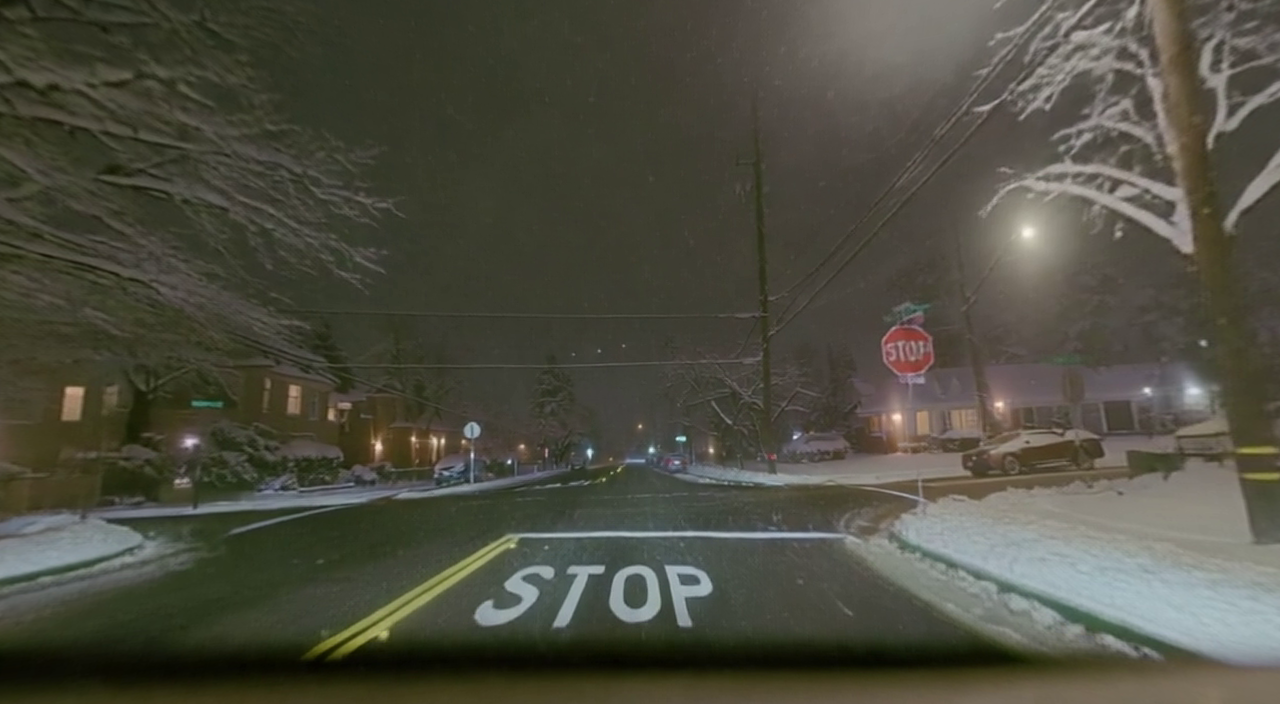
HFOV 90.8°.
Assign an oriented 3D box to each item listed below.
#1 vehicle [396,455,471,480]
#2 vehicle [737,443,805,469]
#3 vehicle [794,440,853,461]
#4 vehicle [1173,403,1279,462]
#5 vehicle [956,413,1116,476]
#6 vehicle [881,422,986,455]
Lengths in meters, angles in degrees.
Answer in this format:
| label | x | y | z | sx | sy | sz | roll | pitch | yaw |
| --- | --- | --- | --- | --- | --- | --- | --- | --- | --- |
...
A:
| label | x | y | z | sx | sy | sz | roll | pitch | yaw |
| --- | --- | --- | --- | --- | --- | --- | --- | --- | --- |
| vehicle | -12.339 | 6.917 | 37.914 | 3.937 | 1.390 | 1.644 | 0 | -8 | 0 |
| vehicle | 9.450 | 7.526 | 45.601 | 4.399 | 1.537 | 1.859 | 4 | -20 | -21 |
| vehicle | 13.834 | 7.414 | 47.658 | 4.032 | 1.444 | 1.747 | 3 | -9 | -22 |
| vehicle | 17.499 | 2.254 | 17.559 | 4.682 | 1.483 | 1.917 | 3 | -9 | -21 |
| vehicle | 15.065 | 3.547 | 24.129 | 4.788 | 1.875 | 2.148 | 1 | -20 | -15 |
| vehicle | 14.950 | 4.474 | 32.435 | 1.960 | 1.584 | 4.669 | 3 | -9 | -23 |
